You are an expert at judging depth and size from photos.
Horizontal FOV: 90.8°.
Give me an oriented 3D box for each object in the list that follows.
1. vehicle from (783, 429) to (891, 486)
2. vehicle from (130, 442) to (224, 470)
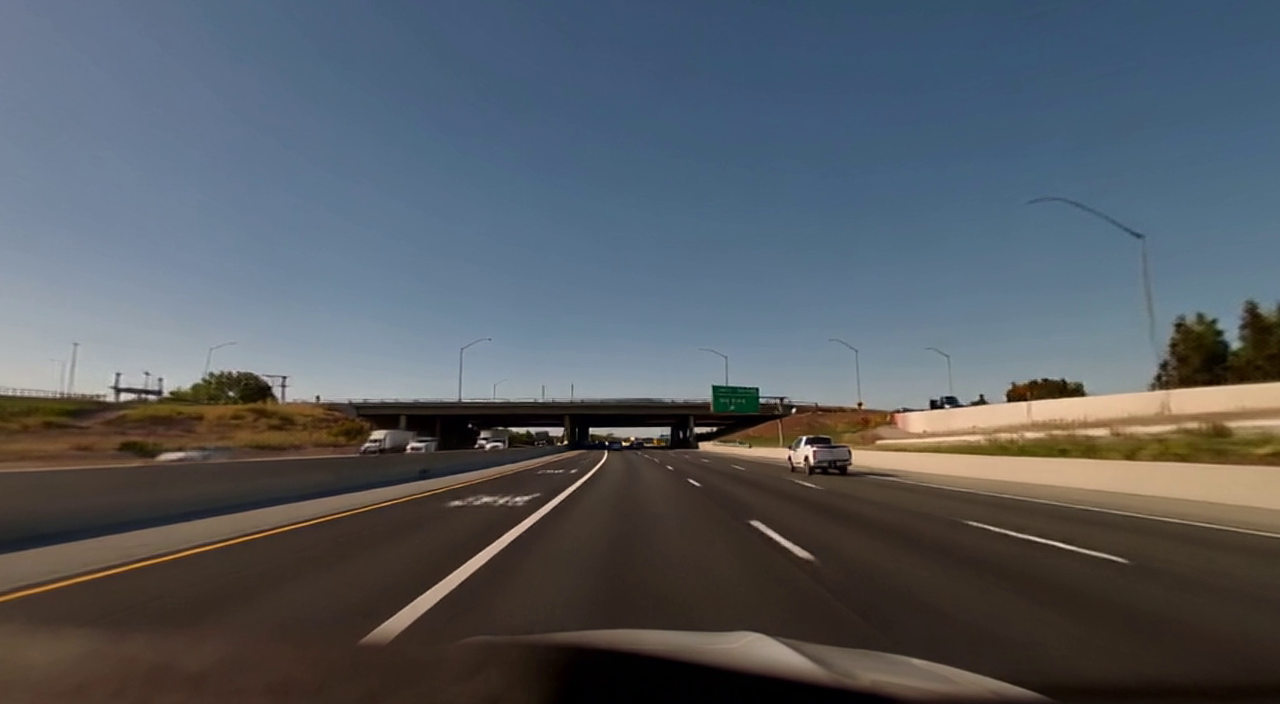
[{"bbox_3d":[6.563,3.575,21.665,2.104,1.723,4.538,0,-8,-1],"label":"vehicle"},{"bbox_3d":[-25.348,5.703,34.755,1.864,1.438,4.340,0,-8,0],"label":"vehicle"}]
